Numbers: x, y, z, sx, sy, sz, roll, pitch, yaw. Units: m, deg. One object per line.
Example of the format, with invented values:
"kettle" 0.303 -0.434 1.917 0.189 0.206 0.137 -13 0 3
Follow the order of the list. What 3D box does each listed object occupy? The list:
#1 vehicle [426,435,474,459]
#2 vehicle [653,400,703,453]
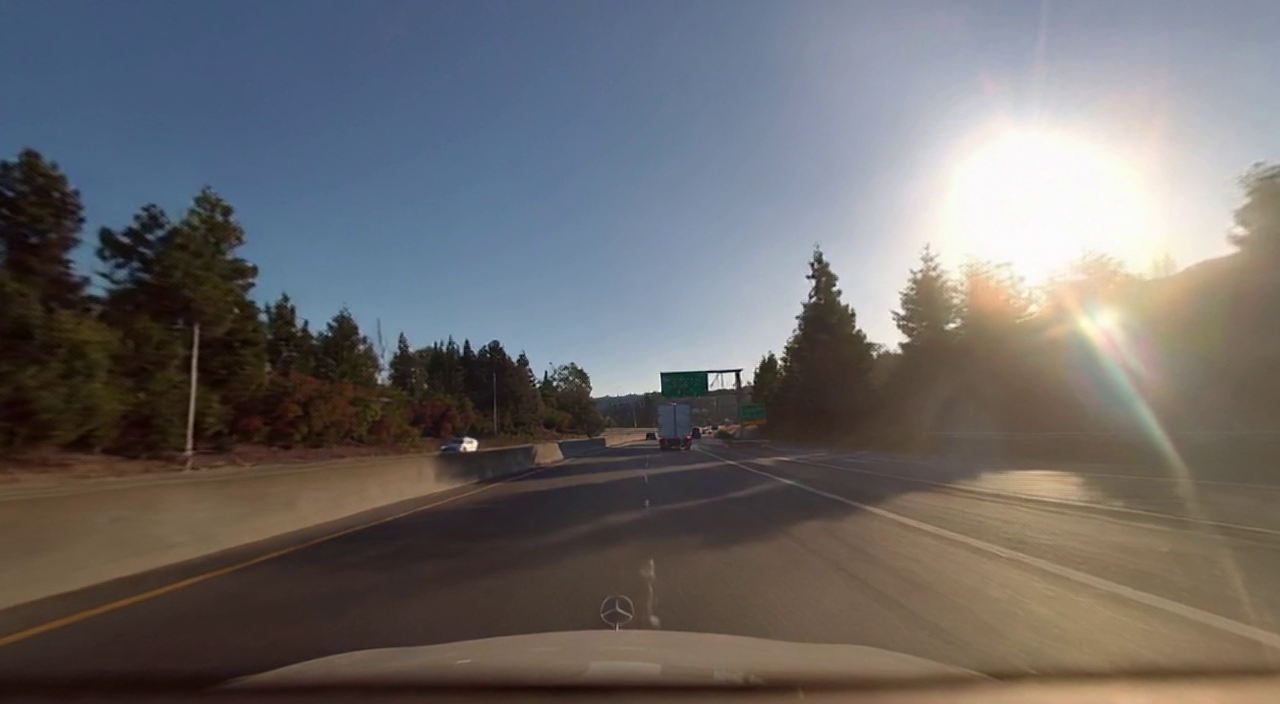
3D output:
"vehicle" -13.917 6.980 46.474 2.112 1.654 4.481 -1 -8 1
"vehicle" 2.757 5.822 48.702 3.200 3.651 8.416 0 -8 -1
